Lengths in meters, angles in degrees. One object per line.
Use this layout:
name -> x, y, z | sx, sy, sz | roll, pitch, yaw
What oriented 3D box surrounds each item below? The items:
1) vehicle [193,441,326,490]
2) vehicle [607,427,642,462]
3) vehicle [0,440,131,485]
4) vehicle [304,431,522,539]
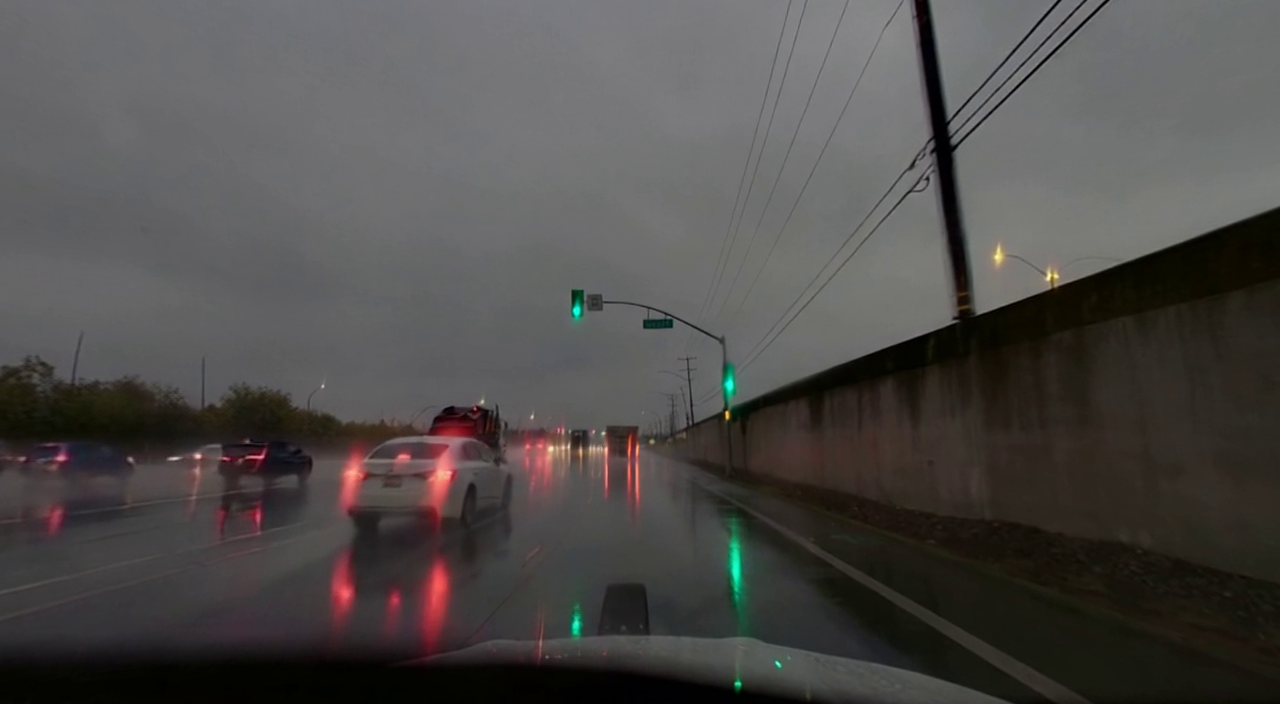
vehicle -> -12.879, 3.831, 21.709 | 1.905, 1.492, 4.151 | -1, -8, 2
vehicle -> -1.143, 6.656, 45.274 | 2.355, 2.305, 5.336 | 0, -8, -2
vehicle -> -24.122, 4.539, 26.284 | 1.891, 1.696, 4.613 | 0, -8, 1
vehicle -> -3.624, 2.214, 11.288 | 2.019, 1.480, 4.966 | 0, -8, 1
